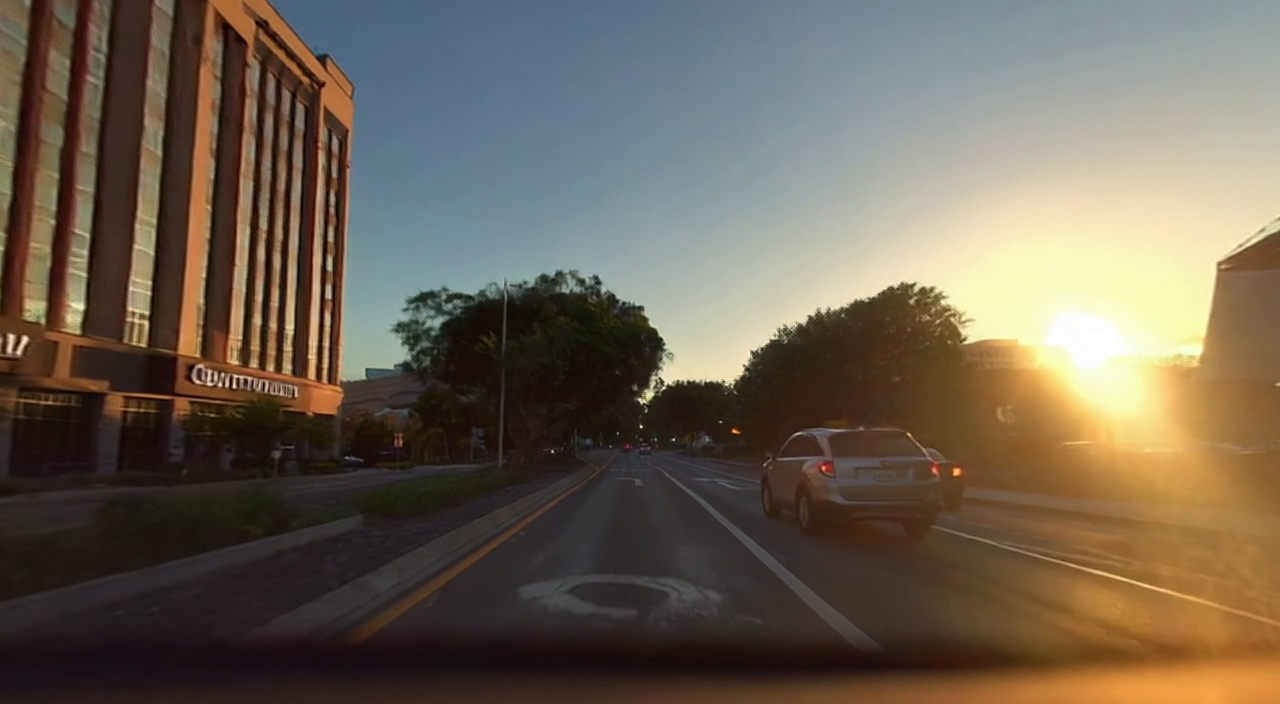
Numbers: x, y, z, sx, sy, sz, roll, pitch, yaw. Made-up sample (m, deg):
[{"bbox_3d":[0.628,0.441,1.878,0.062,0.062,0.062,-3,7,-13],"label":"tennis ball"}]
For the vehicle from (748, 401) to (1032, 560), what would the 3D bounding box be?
[{"bbox_3d":[3.587,1.998,10.572,2.505,1.971,5.162,0,-9,-1],"label":"vehicle"}]
